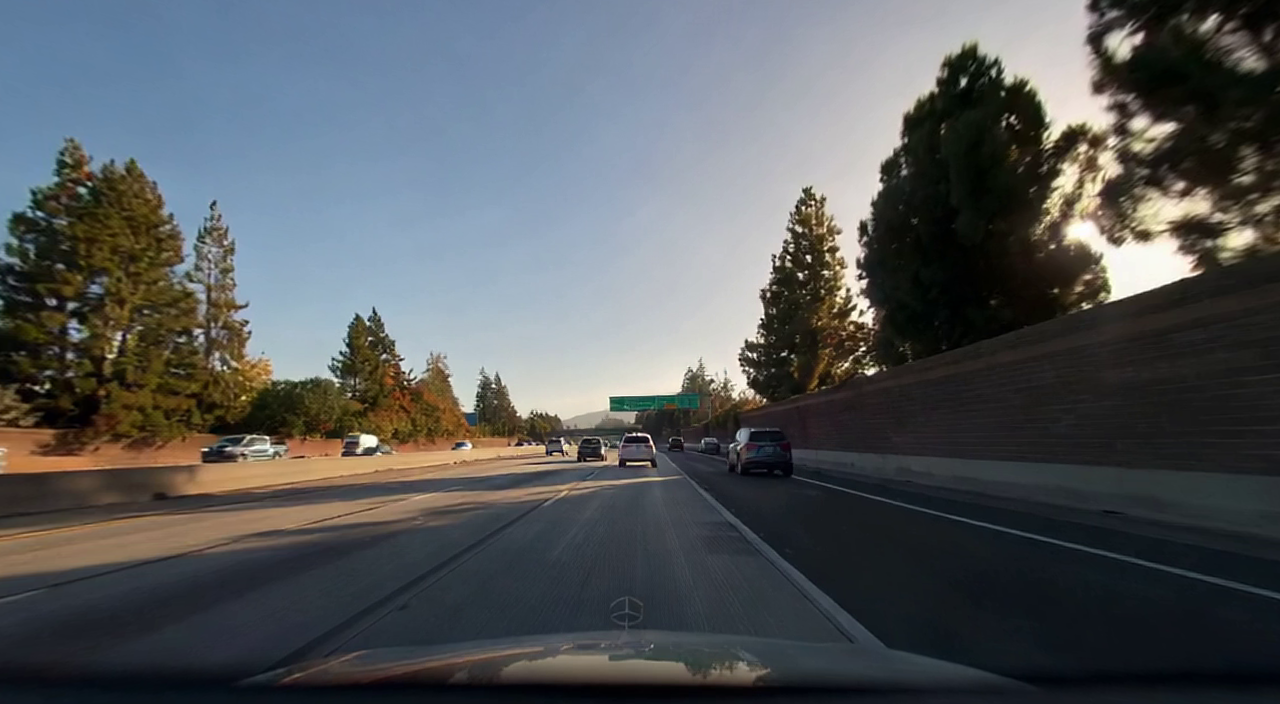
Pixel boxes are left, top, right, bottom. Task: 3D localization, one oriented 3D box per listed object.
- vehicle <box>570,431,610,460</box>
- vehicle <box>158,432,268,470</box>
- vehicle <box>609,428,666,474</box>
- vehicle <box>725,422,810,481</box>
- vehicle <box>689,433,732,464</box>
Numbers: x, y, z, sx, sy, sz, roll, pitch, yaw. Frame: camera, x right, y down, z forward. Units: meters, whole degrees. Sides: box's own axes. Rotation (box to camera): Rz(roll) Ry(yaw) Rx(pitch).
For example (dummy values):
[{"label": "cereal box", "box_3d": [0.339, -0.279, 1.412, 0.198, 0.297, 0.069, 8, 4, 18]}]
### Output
[{"label": "vehicle", "box_3d": [-3.481, 6.687, 44.971, 2.274, 1.896, 5.571, 0, -9, 2]}, {"label": "vehicle", "box_3d": [-29.173, 6.805, 43.502, 2.645, 2.416, 6.919, 0, -9, 1]}, {"label": "vehicle", "box_3d": [-0.085, 4.219, 26.912, 2.233, 1.804, 4.273, 0, -9, 0]}, {"label": "vehicle", "box_3d": [4.264, 3.434, 21.883, 2.017, 1.847, 4.299, 0, -9, 0]}, {"label": "vehicle", "box_3d": [3.944, 5.495, 35.976, 2.001, 1.651, 3.916, 0, -9, 0]}]
